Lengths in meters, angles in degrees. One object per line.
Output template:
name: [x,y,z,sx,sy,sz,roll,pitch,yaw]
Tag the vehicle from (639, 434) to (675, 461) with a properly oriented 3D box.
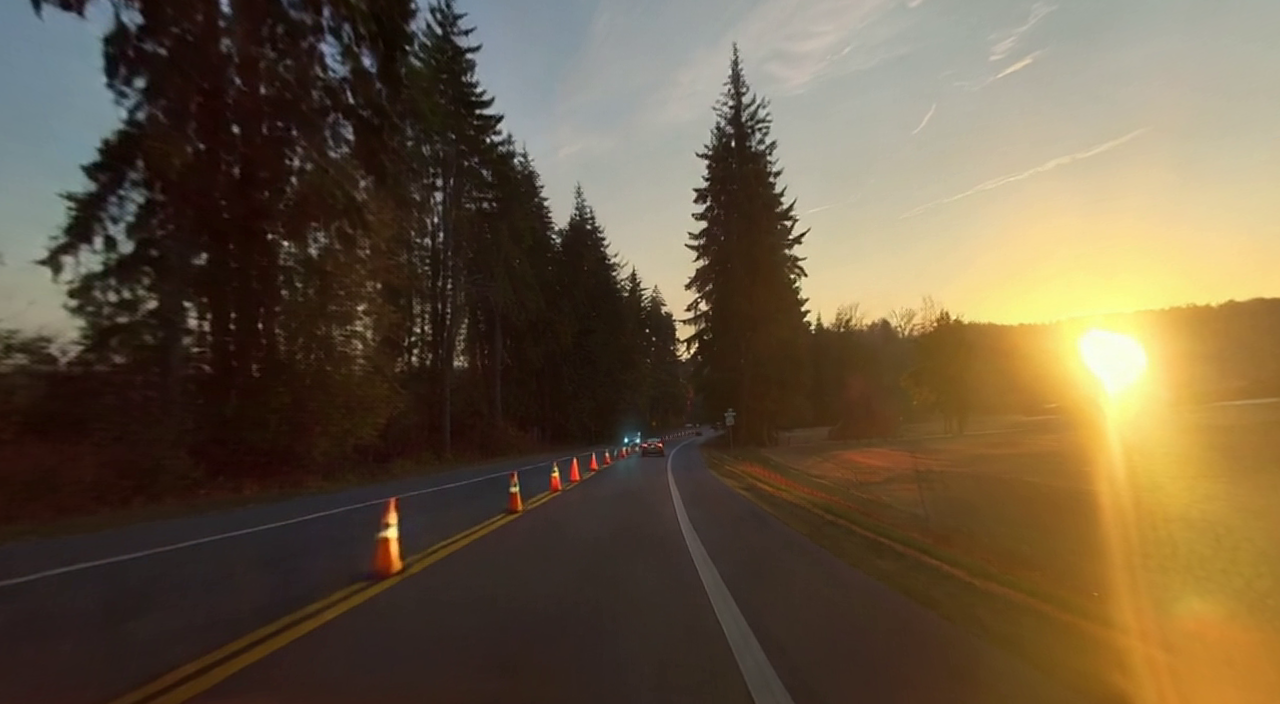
vehicle: [1.067,5.772,37.976,2.042,1.489,3.963,-1,-9,3]
